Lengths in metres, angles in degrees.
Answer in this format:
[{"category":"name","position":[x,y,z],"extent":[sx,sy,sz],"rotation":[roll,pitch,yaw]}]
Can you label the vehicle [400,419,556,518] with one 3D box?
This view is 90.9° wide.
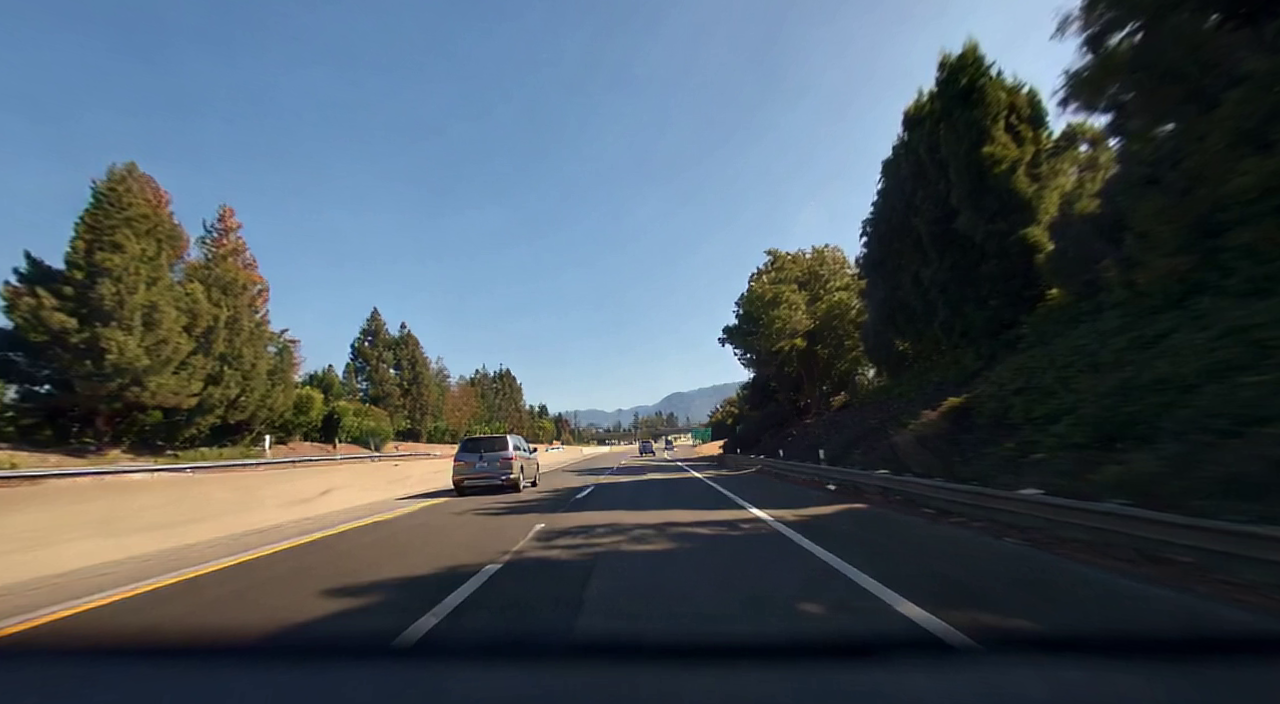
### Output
[{"category":"vehicle","position":[-3.473,2.661,14.966],"extent":[2.143,1.851,5.817],"rotation":[-1,-9,0]}]
